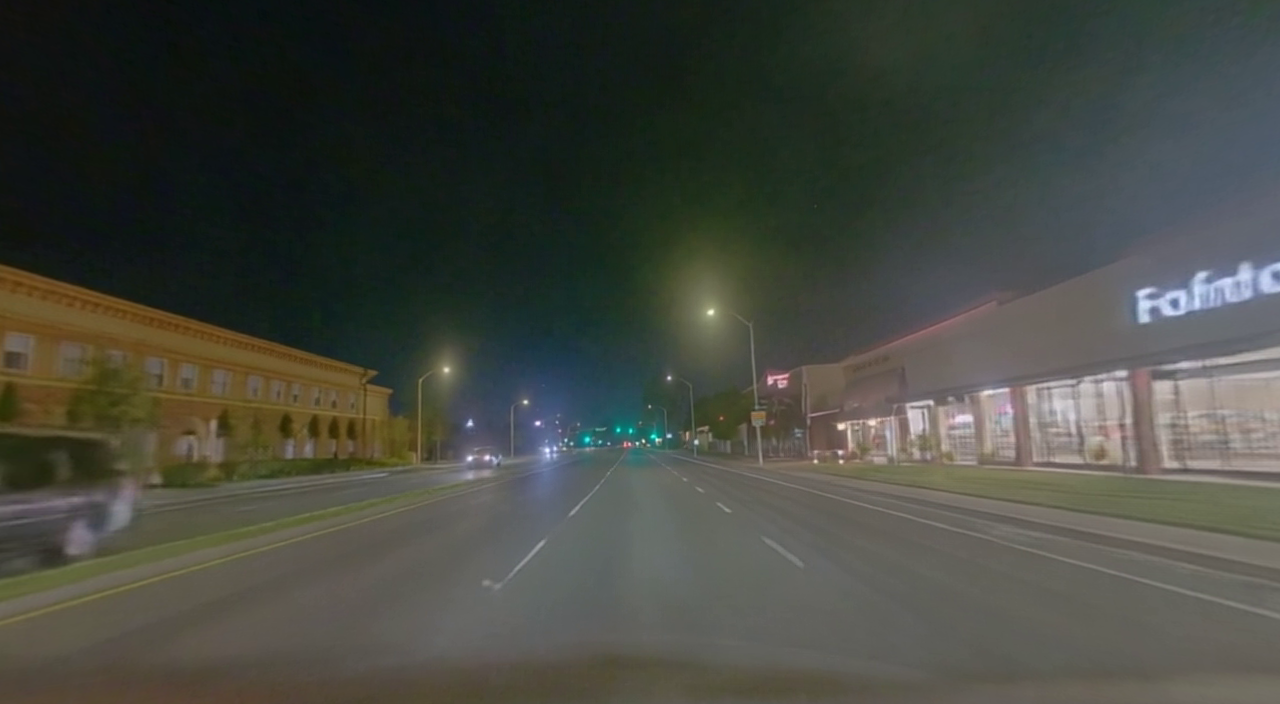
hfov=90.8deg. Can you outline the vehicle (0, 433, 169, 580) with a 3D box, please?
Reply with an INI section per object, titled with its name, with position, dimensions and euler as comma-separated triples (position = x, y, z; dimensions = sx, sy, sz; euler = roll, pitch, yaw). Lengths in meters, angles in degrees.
[vehicle]
position = -7.623, 1.680, 6.640
dimensions = 2.011, 1.490, 4.472
euler = -4, -10, -2
